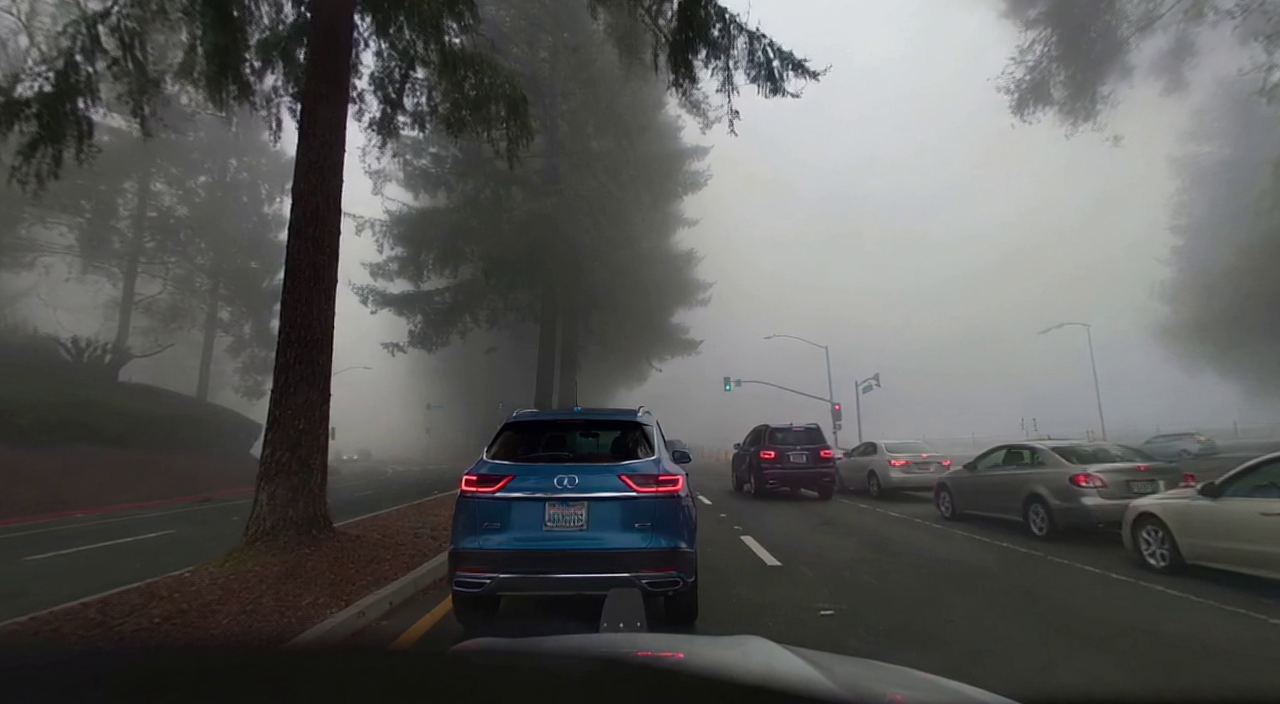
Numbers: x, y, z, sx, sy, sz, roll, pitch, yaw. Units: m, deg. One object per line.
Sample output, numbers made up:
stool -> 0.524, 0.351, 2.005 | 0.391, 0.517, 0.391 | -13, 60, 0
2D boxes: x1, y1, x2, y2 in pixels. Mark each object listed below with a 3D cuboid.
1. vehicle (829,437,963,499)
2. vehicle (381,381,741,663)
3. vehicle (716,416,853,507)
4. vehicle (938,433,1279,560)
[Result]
vehicle -> 6.973, 3.190, 17.780 | 1.890, 1.489, 4.415 | 0, -9, 0
vehicle -> -0.428, 1.353, 6.078 | 2.201, 1.709, 4.271 | 0, -9, 2
vehicle -> 3.361, 2.679, 15.875 | 2.200, 1.909, 4.853 | 0, -9, -1
vehicle -> 6.588, 2.021, 9.663 | 1.894, 1.445, 4.565 | 0, -9, 1
